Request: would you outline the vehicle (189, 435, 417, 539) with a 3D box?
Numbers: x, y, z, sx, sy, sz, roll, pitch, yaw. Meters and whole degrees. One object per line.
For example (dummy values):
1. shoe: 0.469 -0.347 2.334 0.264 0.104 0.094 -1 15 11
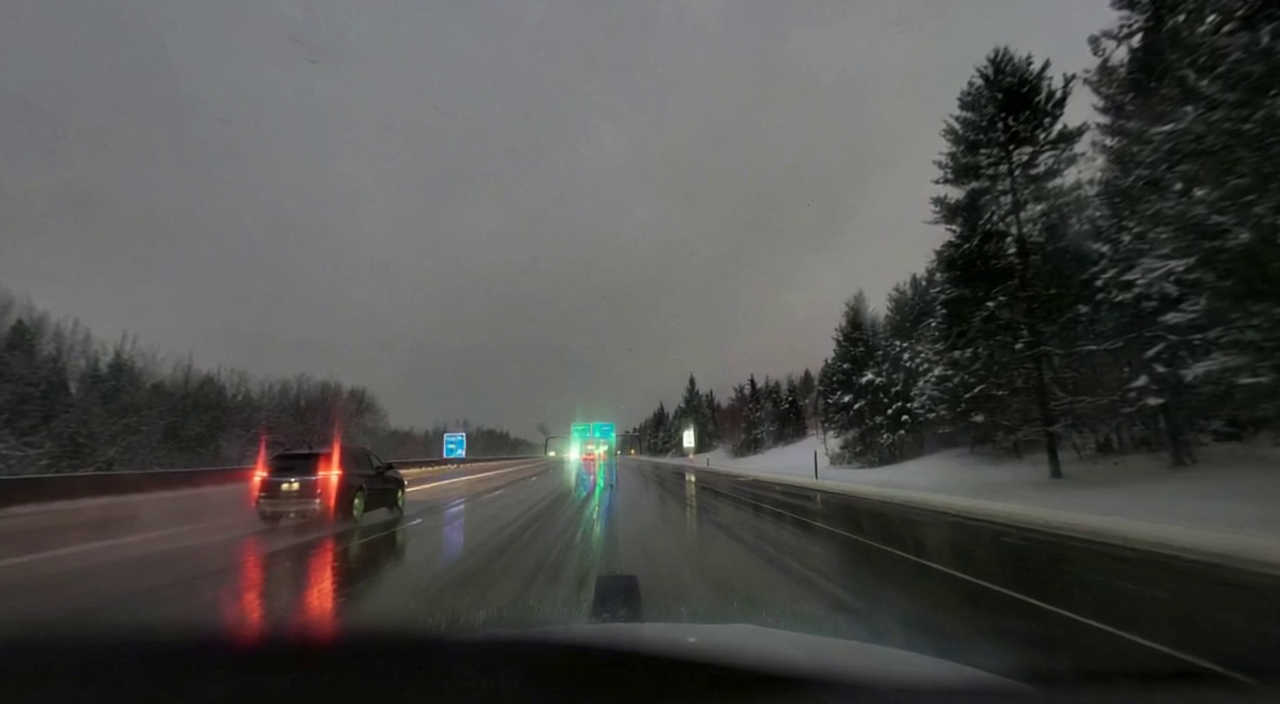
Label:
1. vehicle: -6.064 2.454 12.108 2.098 1.606 4.227 0 -9 -2
